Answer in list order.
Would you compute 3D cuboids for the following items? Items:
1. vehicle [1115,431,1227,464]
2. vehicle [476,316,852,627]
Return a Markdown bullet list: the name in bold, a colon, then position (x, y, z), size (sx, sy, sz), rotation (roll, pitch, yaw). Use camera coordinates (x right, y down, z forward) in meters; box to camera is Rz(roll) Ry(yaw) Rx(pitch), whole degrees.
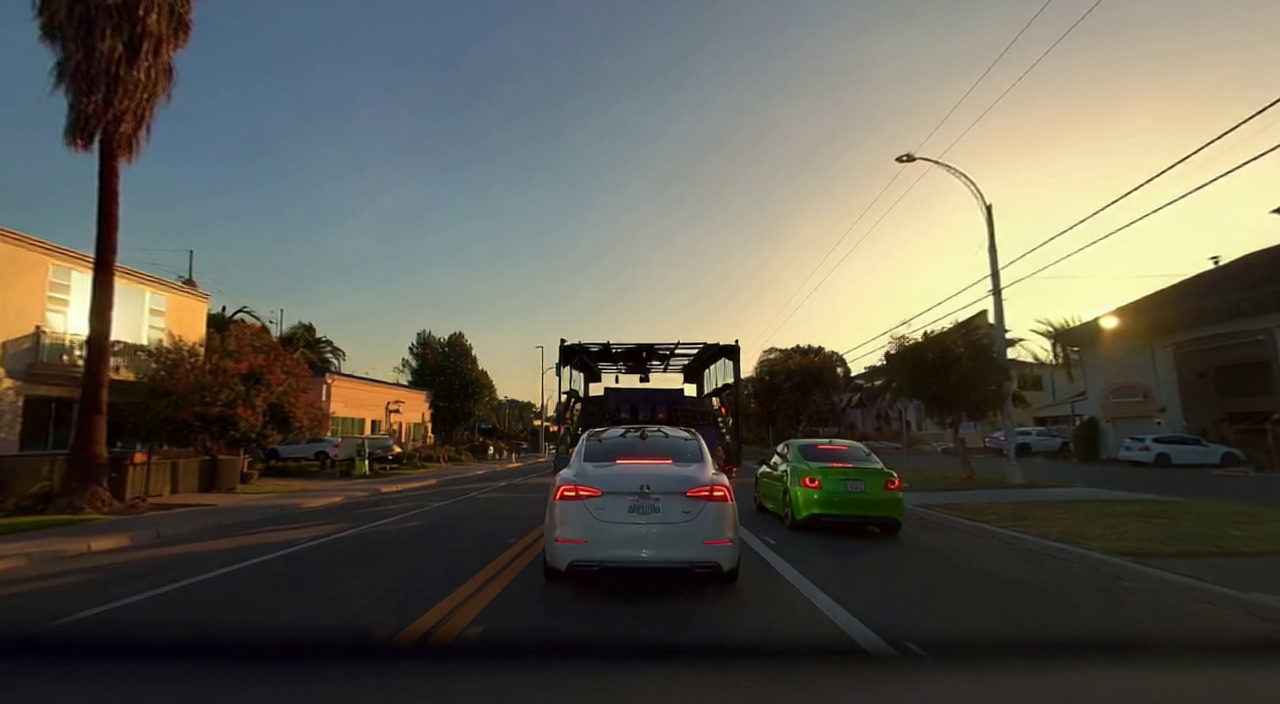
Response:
- **vehicle**: position (28.555, 5.163, 33.942), size (4.193, 1.633, 1.928), rotation (-4, -9, 26)
- **vehicle**: position (0.148, 1.331, 7.945), size (2.728, 2.305, 6.506), rotation (0, -8, 0)
